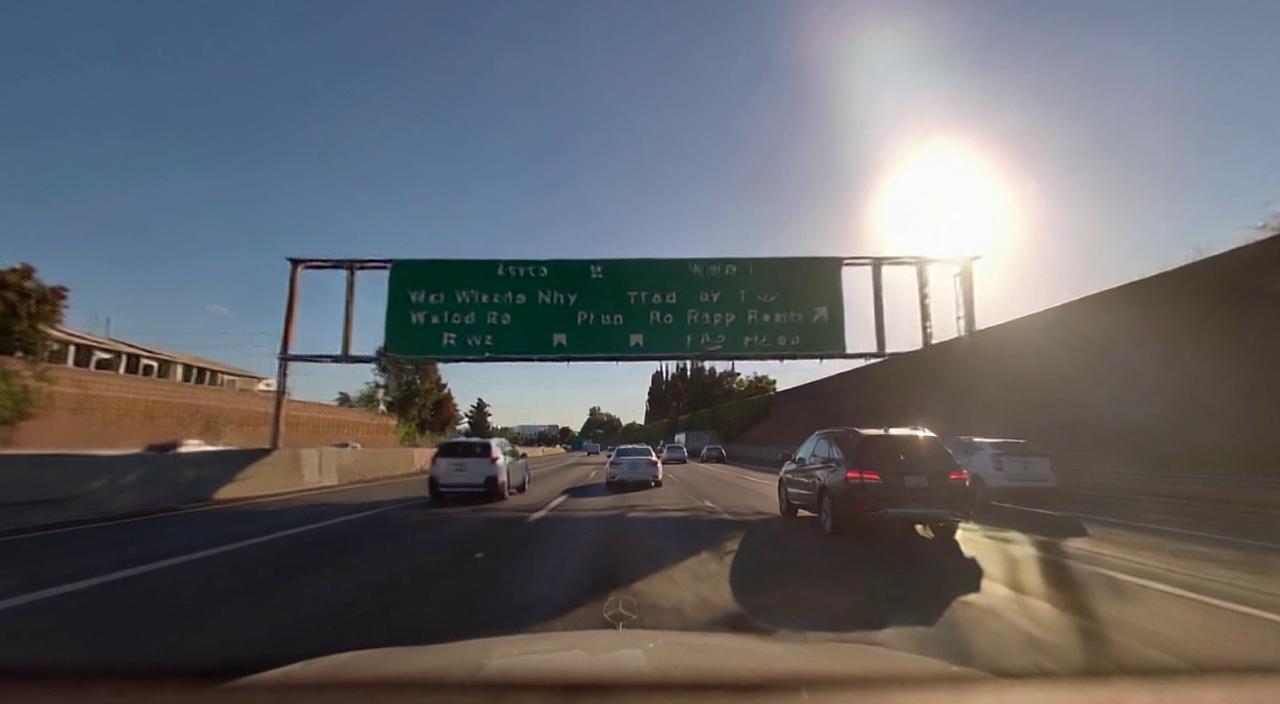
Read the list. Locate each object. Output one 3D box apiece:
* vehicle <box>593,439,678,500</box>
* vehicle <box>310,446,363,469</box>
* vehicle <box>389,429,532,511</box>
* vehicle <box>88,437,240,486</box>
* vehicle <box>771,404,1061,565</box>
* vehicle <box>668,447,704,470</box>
[{"bbox_3d":[-0.160,3.190,17.537,2.098,1.475,3.997,0,-9,-2],"label":"vehicle"},{"bbox_3d":[-22.250,7.698,46.504,1.843,1.590,4.344,0,-9,-2],"label":"vehicle"},{"bbox_3d":[-4.331,2.945,16.287,2.218,1.776,5.031,0,-9,0],"label":"vehicle"},{"bbox_3d":[-18.183,4.185,24.526,2.137,1.682,4.908,0,-9,-2],"label":"vehicle"},{"bbox_3d":[3.630,1.852,9.574,2.162,1.800,4.693,0,-9,-1],"label":"vehicle"},{"bbox_3d":[3.116,7.302,43.649,1.998,1.490,4.296,0,-9,-3],"label":"vehicle"}]
